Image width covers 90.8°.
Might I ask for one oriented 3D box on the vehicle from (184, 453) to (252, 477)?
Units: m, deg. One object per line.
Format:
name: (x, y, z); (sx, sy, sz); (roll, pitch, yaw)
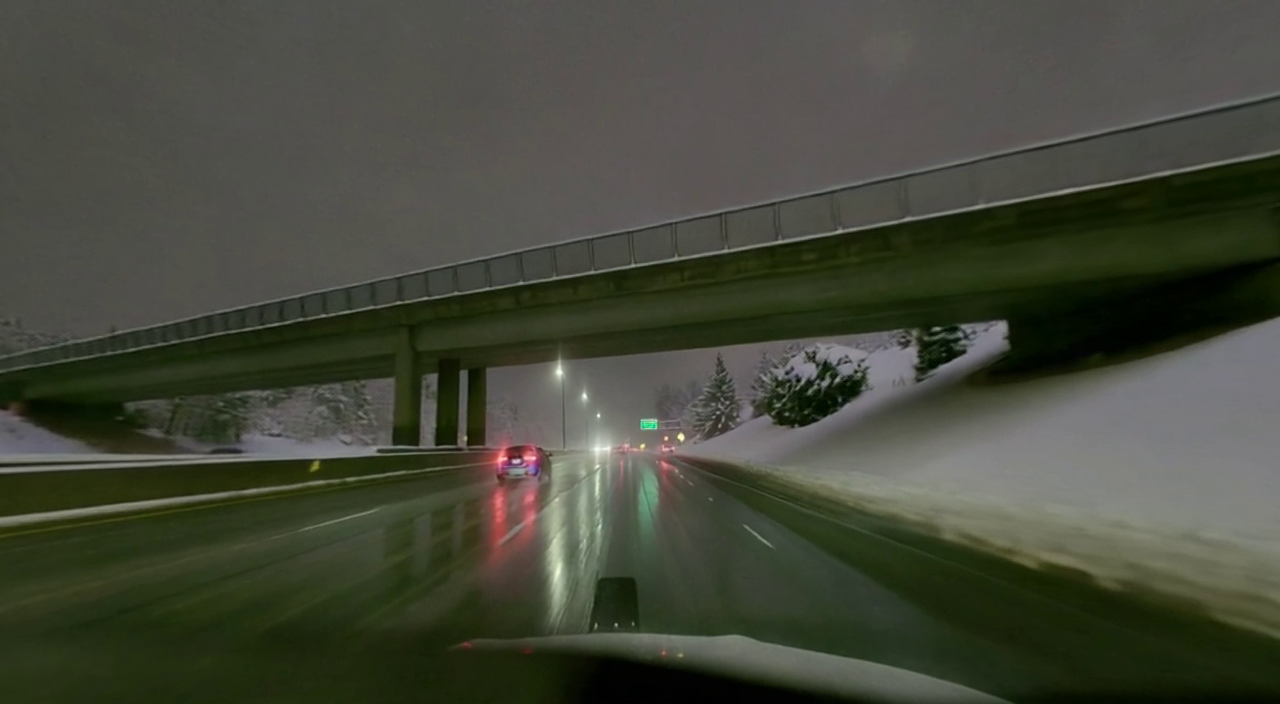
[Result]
vehicle: (-28.360, 7.582, 42.616); (1.832, 1.468, 4.082); (0, -9, -2)

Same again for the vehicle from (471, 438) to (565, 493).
vehicle: (-3.667, 3.509, 19.830); (2.037, 1.514, 4.335); (0, -9, 1)
